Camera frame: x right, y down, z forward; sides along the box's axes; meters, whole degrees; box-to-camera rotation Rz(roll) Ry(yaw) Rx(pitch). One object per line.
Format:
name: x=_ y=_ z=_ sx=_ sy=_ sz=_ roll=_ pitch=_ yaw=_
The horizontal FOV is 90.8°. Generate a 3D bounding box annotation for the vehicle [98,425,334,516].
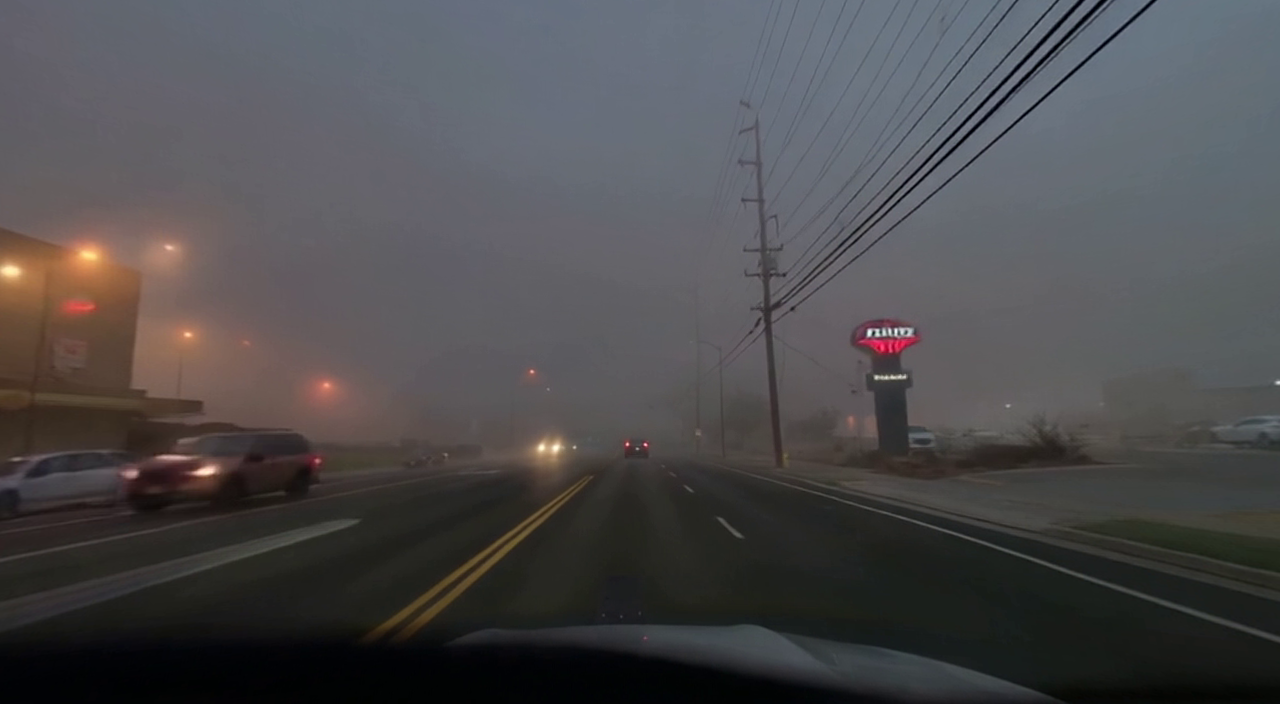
vehicle: x=-9.261 y=2.605 z=14.508 sx=1.940 sy=1.698 sz=5.028 roll=0 pitch=-8 yaw=0

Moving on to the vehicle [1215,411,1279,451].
vehicle: x=33.580 y=4.081 z=33.173 sx=4.680 sy=1.812 sz=2.102 roll=-3 pitch=-6 yaw=-2

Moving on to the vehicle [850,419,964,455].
vehicle: x=13.515 y=4.301 z=32.152 sx=4.836 sy=1.750 sz=2.079 roll=0 pitch=-7 yaw=-1

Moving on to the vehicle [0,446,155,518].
vehicle: x=-14.814 y=3.109 z=15.463 sx=1.954 sy=1.519 sz=5.051 roll=-1 pitch=-8 yaw=-1

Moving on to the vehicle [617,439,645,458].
vehicle: x=-0.703 y=7.601 z=49.875 sx=2.097 sy=1.472 sz=4.544 roll=0 pitch=-8 yaw=-1

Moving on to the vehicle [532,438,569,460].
vehicle: x=-6.568 y=7.200 z=46.922 sx=1.987 sy=1.515 sz=4.789 roll=0 pitch=-8 yaw=1
